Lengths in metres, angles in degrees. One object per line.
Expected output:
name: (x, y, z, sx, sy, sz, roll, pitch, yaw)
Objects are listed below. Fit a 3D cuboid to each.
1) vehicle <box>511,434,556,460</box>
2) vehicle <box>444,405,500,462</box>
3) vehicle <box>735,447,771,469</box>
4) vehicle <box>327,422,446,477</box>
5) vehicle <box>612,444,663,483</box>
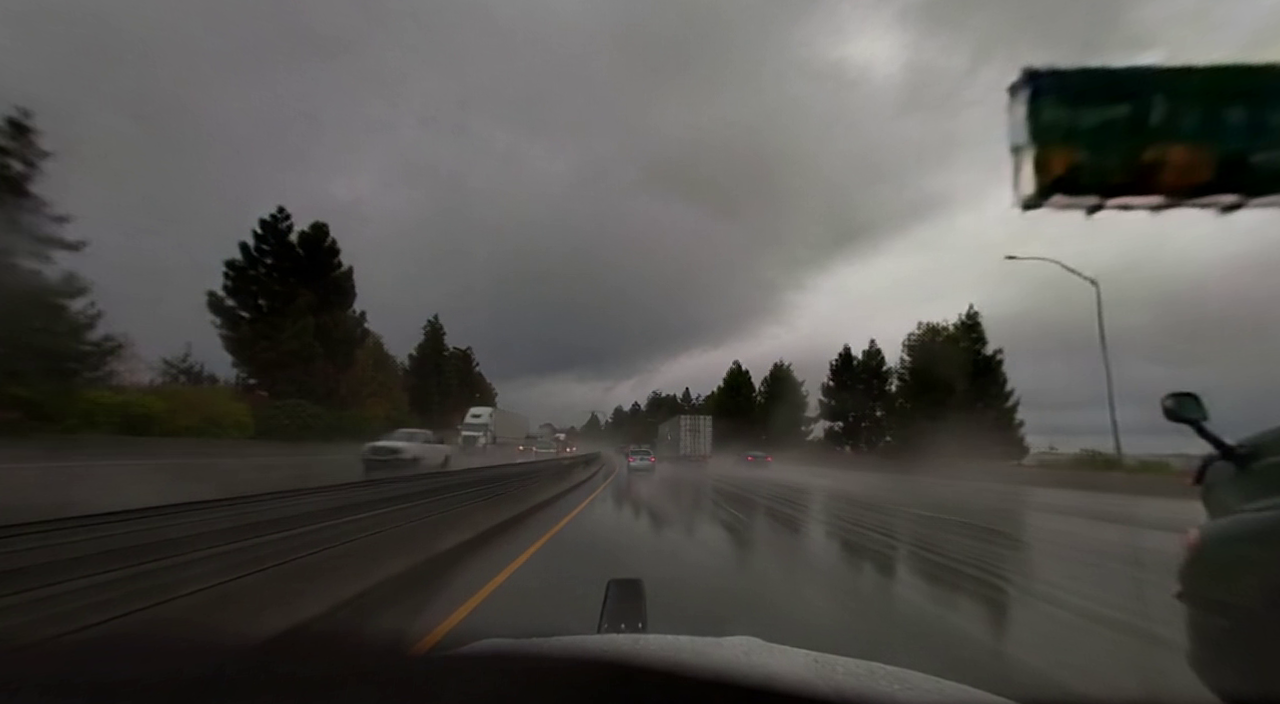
vehicle: (-8.051, 7.289, 48.213, 2.382, 1.802, 5.288, 0, -9, 1)
vehicle: (-12.058, 5.958, 45.609, 3.011, 3.951, 3.378, 0, -9, 0)
vehicle: (8.820, 8.301, 49.520, 1.902, 1.652, 3.995, 0, -9, -3)
vehicle: (-8.021, 3.166, 20.463, 1.948, 1.580, 4.373, 0, -9, 1)
vehicle: (-0.113, 4.944, 28.224, 2.111, 1.599, 3.859, 0, -9, -1)
